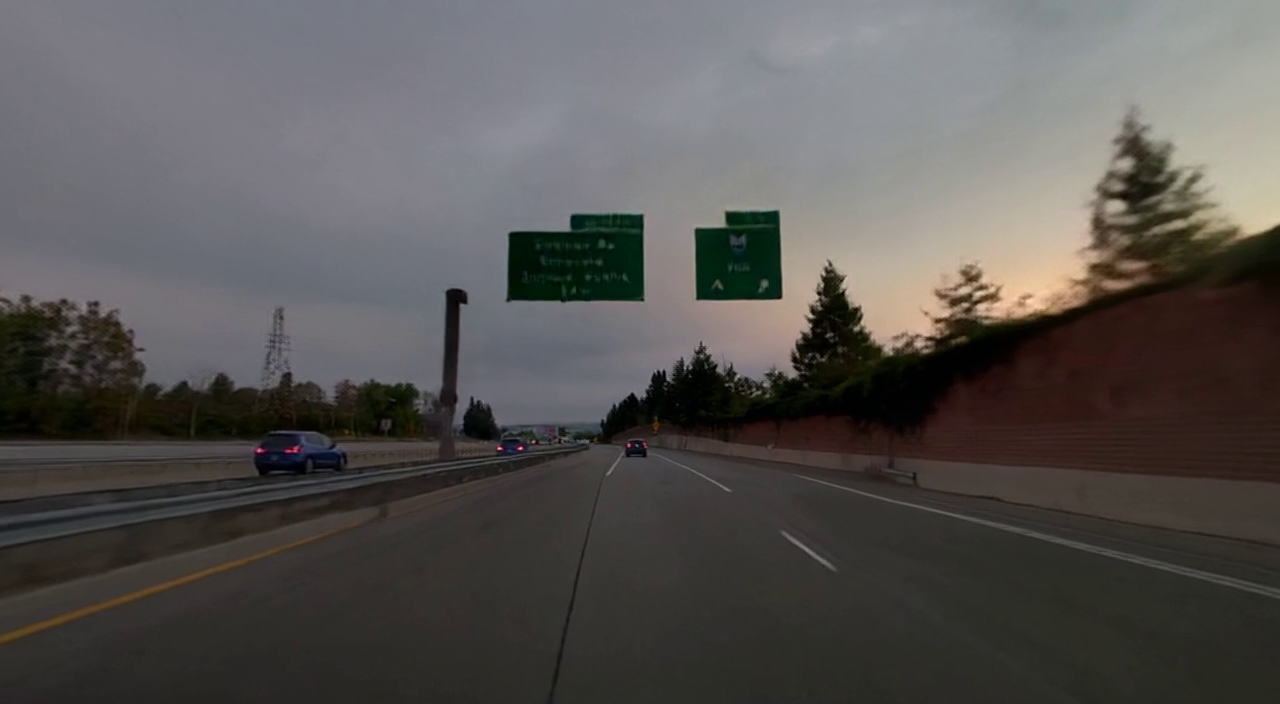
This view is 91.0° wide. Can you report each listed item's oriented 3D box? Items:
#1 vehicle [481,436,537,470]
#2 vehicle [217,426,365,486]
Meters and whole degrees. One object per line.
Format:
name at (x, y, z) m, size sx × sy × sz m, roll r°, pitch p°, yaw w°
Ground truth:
vehicle at (-7.097, 5.517, 34.645) m, size 2.151 × 1.707 × 4.759 m, roll 1°, pitch -9°, yaw -2°
vehicle at (-10.651, 3.224, 19.719) m, size 2.025 × 1.618 × 4.683 m, roll 1°, pitch -9°, yaw -2°
